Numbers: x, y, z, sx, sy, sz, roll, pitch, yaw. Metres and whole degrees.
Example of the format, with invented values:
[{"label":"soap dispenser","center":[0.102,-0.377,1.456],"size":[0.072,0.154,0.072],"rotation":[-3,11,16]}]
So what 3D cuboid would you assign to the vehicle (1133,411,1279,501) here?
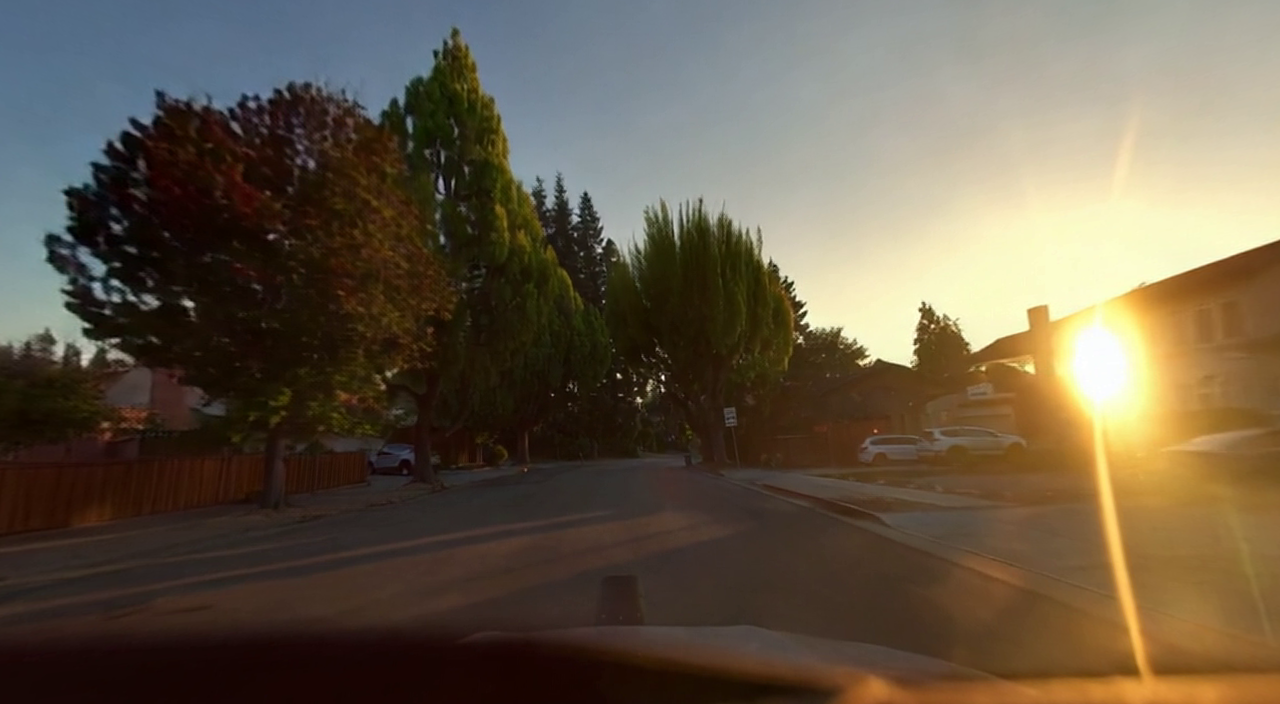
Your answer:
[{"label":"vehicle","center":[11.756,1.819,11.211],"size":[4.415,1.457,1.797],"rotation":[0,-9,2]}]

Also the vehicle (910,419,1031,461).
[{"label":"vehicle","center":[14.285,3.866,27.599],"size":[4.261,1.725,1.955],"rotation":[-2,-9,16]}]

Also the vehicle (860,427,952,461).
[{"label":"vehicle","center":[12.978,4.544,31.063],"size":[3.780,1.601,2.025],"rotation":[-2,-9,13]}]

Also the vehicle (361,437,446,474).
[{"label":"vehicle","center":[-12.680,5.497,33.774],"size":[4.656,1.835,2.039],"rotation":[-7,-11,37]}]
